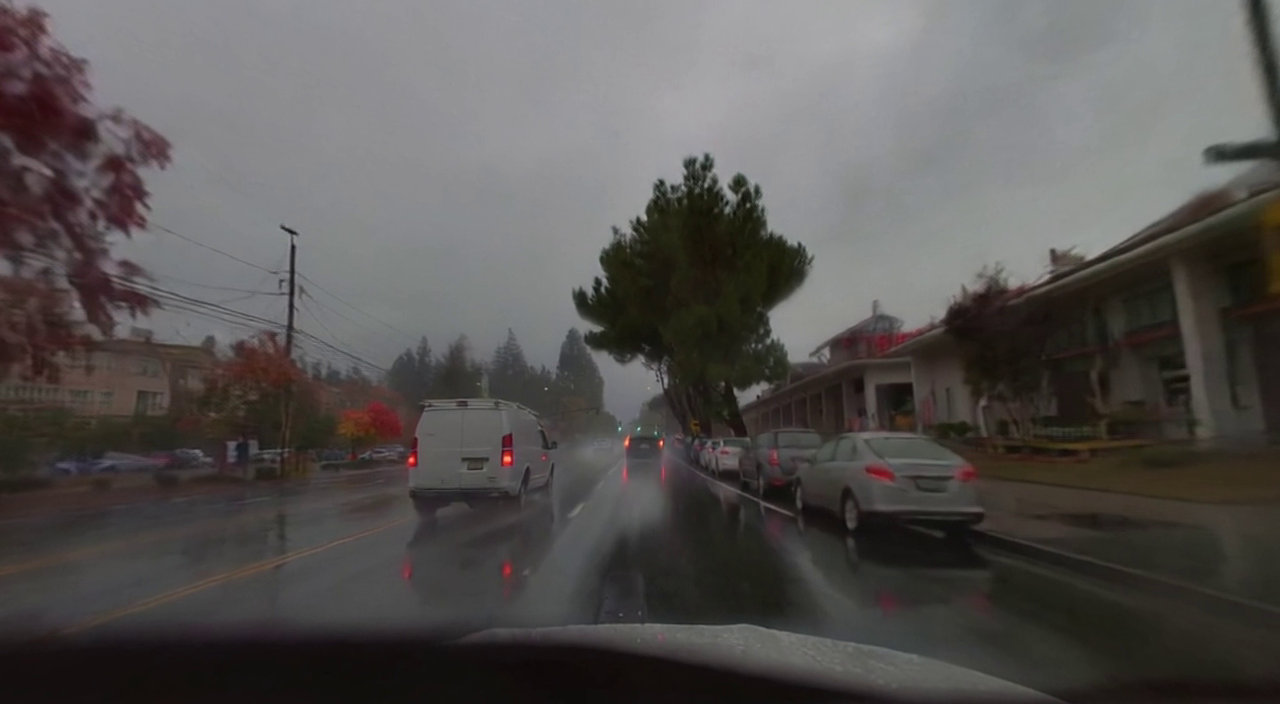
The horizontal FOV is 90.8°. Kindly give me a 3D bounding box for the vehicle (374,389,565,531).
[{"bbox_3d":[-2.876,2.003,12.155,2.213,2.123,5.124,0,-8,0],"label":"vehicle"}]

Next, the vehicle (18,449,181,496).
[{"bbox_3d":[-23.047,5.117,27.097,5.075,1.581,2.063,-3,-8,-2],"label":"vehicle"}]

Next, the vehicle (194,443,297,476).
[{"bbox_3d":[-23.977,6.519,38.517,4.791,1.928,2.144,0,-8,0],"label":"vehicle"}]

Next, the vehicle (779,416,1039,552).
[{"bbox_3d":[3.825,1.964,10.174,1.947,1.646,4.782,0,-8,-2],"label":"vehicle"}]

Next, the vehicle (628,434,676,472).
[{"bbox_3d":[0.524,4.818,30.309,2.126,1.657,4.132,0,-8,-1],"label":"vehicle"}]

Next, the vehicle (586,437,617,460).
[{"bbox_3d":[-2.913,7.330,48.053,2.028,1.689,4.162,0,-8,1],"label":"vehicle"}]
